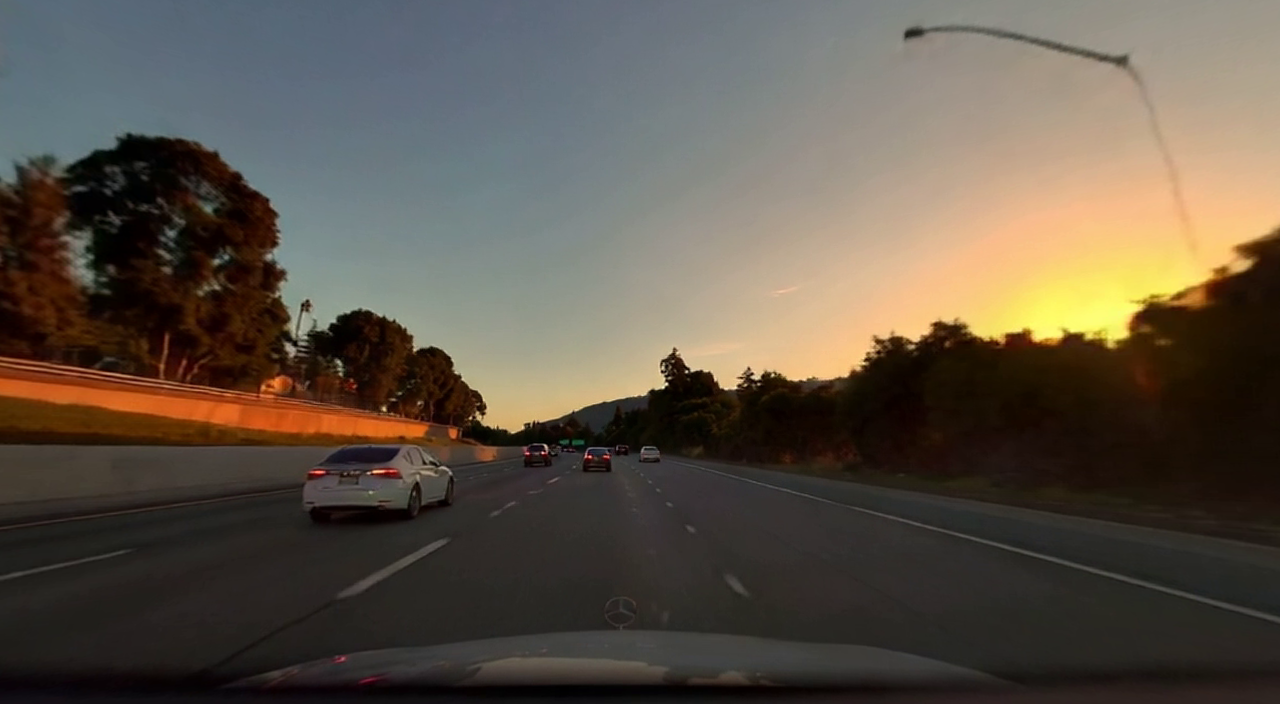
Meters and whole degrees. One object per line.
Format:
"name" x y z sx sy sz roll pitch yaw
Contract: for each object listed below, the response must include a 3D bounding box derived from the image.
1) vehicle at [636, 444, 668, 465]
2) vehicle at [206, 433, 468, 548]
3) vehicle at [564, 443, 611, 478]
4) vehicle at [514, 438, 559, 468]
"vehicle" 0.842 7.516 46.614 2.021 1.447 3.985 1 -9 -4
"vehicle" -4.662 2.195 10.830 2.049 1.482 4.981 0 -9 -1
"vehicle" -2.293 4.868 28.518 1.947 1.437 4.345 1 -9 -3
"vehicle" -6.450 6.382 39.898 2.244 1.755 4.417 1 -9 -2
